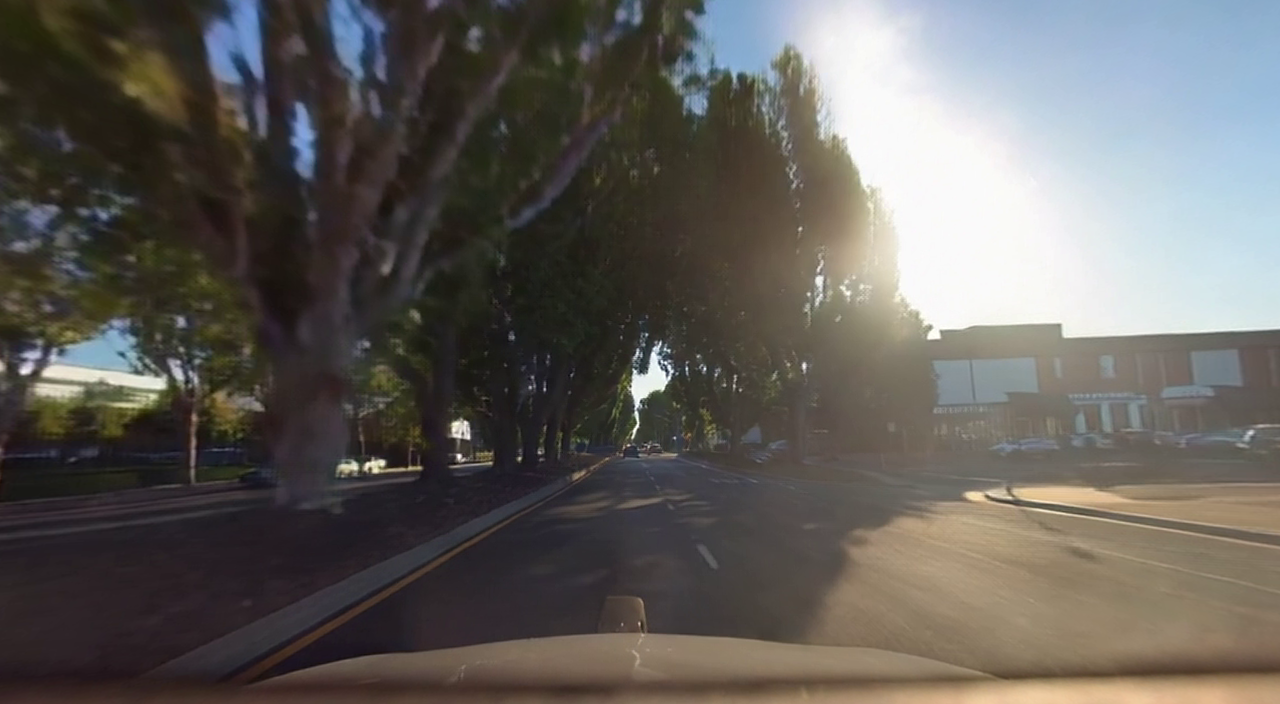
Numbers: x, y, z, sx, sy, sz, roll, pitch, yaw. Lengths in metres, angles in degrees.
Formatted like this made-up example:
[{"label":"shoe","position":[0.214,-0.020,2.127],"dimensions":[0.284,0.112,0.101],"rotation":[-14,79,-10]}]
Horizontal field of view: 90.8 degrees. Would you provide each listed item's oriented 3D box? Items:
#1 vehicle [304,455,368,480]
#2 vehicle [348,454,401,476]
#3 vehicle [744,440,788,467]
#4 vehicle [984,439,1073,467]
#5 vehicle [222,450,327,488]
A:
[{"label":"vehicle","position":[-19.846,7.571,41.507],"dimensions":[1.795,1.452,4.718],"rotation":[0,-9,1]},{"label":"vehicle","position":[-19.829,8.449,47.404],"dimensions":[1.840,1.464,4.781],"rotation":[0,-9,1]},{"label":"vehicle","position":[9.071,7.337,45.737],"dimensions":[1.994,1.738,4.622],"rotation":[4,-9,-2]},{"label":"vehicle","position":[23.634,6.151,38.509],"dimensions":[4.518,1.599,1.850],"rotation":[2,-9,-14]},{"label":"vehicle","position":[-20.127,6.427,35.210],"dimensions":[2.208,1.882,5.826],"rotation":[-1,-9,2]}]
